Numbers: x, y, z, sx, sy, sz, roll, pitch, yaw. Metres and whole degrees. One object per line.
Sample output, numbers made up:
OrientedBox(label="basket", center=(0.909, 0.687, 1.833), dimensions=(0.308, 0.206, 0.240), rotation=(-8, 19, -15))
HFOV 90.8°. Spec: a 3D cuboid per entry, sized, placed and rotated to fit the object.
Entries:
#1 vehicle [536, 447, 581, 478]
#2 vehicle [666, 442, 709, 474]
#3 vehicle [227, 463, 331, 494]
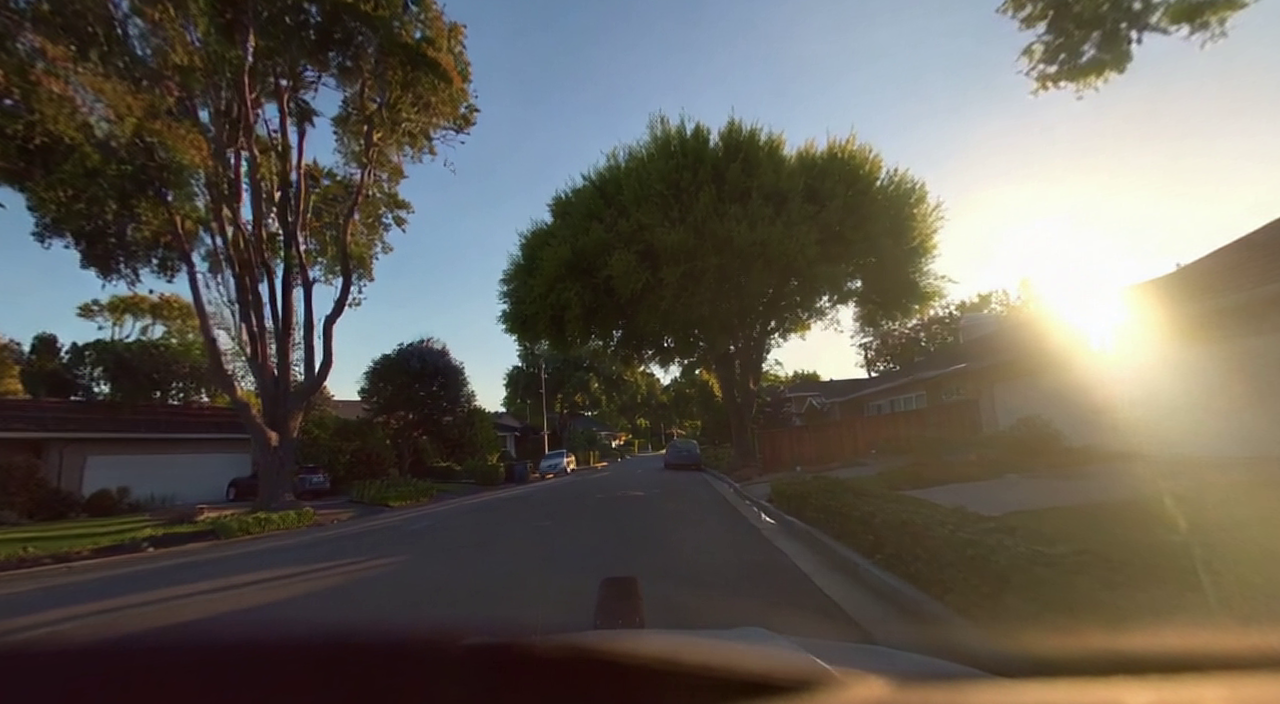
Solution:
OrientedBox(label="vehicle", center=(-5.573, 7.608, 43.763), dimensions=(2.208, 1.834, 4.675), rotation=(-5, -9, 2))
OrientedBox(label="vehicle", center=(2.453, 5.584, 33.479), dimensions=(2.005, 1.553, 3.984), rotation=(-1, -9, 1))
OrientedBox(label="vehicle", center=(-19.142, 6.715, 33.593), dimensions=(4.404, 1.495, 1.844), rotation=(-1, -9, 4))
